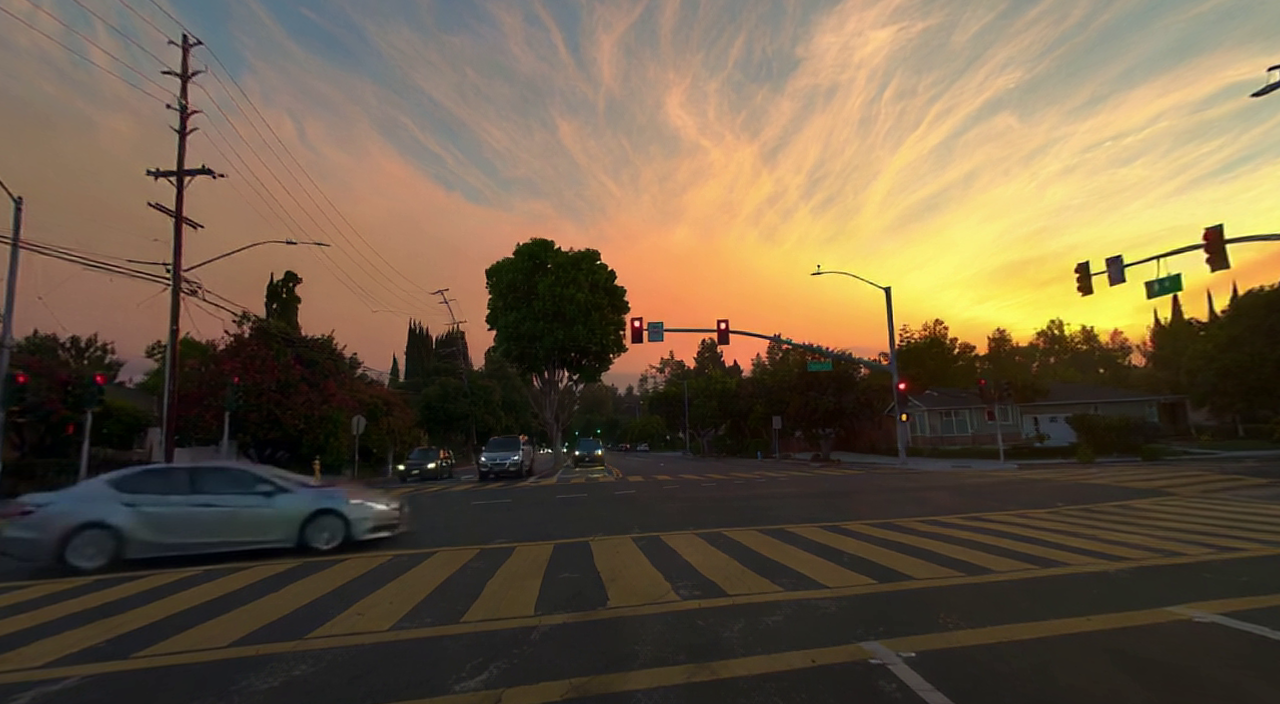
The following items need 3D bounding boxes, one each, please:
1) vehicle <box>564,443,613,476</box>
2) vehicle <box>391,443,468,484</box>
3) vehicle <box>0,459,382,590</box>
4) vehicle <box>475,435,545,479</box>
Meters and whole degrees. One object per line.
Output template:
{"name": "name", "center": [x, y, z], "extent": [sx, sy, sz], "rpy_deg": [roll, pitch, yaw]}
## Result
{"name": "vehicle", "center": [-2.414, 5.219, 30.937], "extent": [2.174, 1.477, 4.805], "rpy_deg": [0, -9, -2]}
{"name": "vehicle", "center": [-10.181, 5.387, 30.978], "extent": [2.241, 1.819, 4.690], "rpy_deg": [0, -9, -1]}
{"name": "vehicle", "center": [-6.054, 2.200, 8.642], "extent": [4.443, 1.367, 2.197], "rpy_deg": [2, -9, -17]}
{"name": "vehicle", "center": [-6.400, 5.237, 31.779], "extent": [2.479, 1.977, 5.254], "rpy_deg": [0, -9, -1]}
